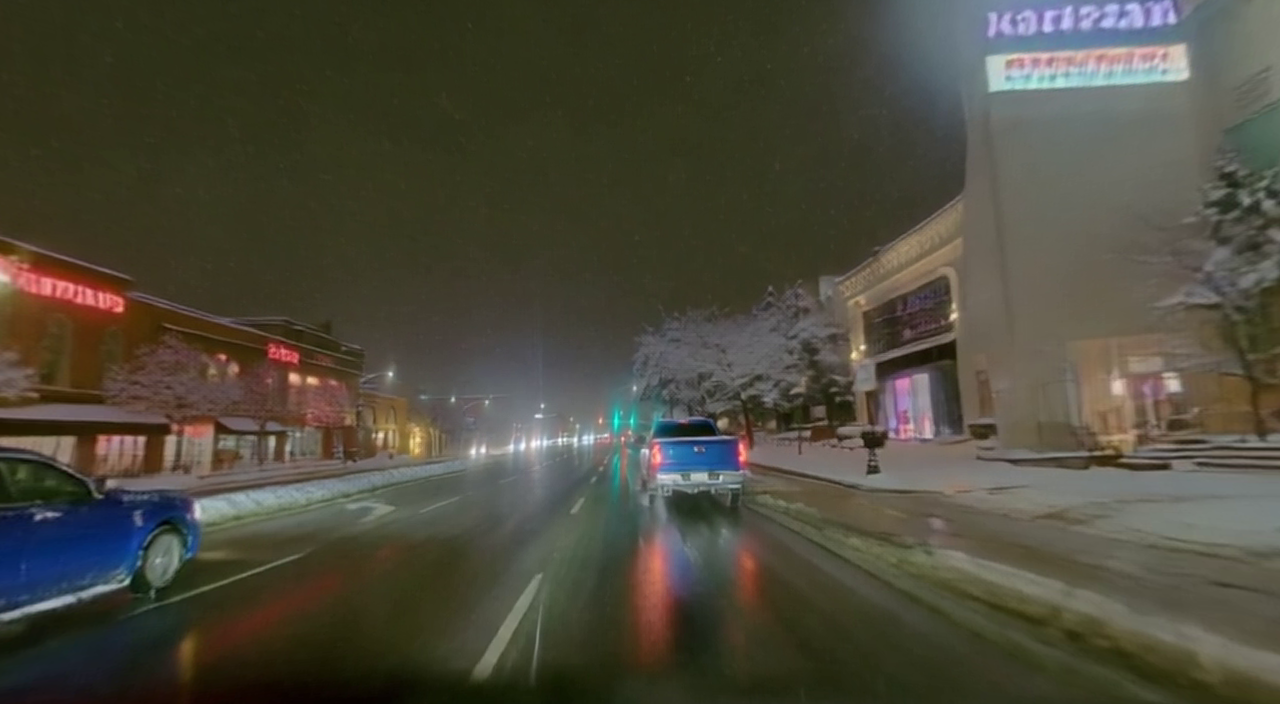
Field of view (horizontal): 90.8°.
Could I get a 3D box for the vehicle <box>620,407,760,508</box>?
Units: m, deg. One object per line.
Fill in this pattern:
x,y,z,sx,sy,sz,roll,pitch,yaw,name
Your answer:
0.884,2.462,15.204,2.590,1.932,5.776,0,-8,-3,vehicle

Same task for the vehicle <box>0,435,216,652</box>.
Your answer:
-5.198,1.254,4.023,1.888,1.424,4.553,0,-8,-1,vehicle
